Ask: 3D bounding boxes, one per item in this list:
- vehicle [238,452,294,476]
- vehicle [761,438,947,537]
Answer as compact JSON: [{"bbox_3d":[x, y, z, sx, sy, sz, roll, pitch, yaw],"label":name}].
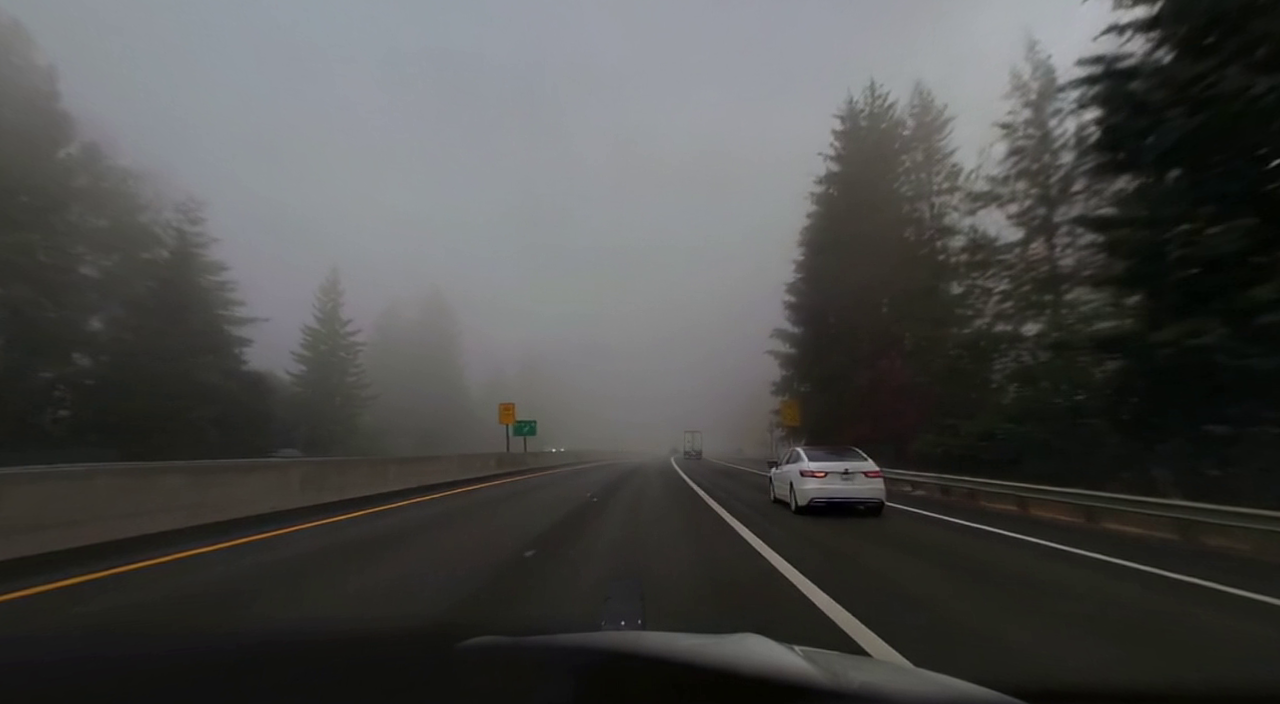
[{"bbox_3d":[-25.468,7.591,43.016,1.674,1.522,3.369,0,-9,1],"label":"vehicle"},{"bbox_3d":[3.621,2.351,11.588,1.938,1.456,4.204,0,-9,0],"label":"vehicle"}]
